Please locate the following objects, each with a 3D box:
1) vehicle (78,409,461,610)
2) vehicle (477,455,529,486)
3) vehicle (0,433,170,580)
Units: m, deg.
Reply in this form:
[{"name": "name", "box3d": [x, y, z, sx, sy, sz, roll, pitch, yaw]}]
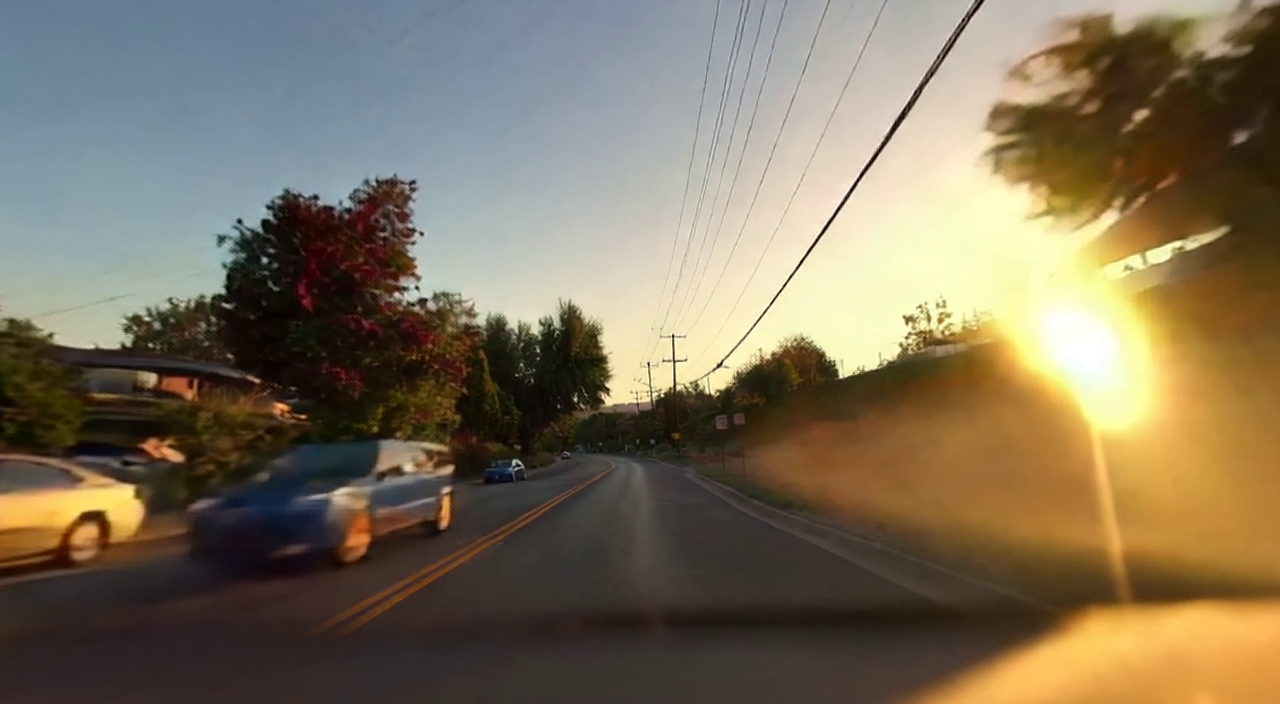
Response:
[{"name": "vehicle", "box3d": [-3.874, 1.711, 7.807, 2.109, 1.738, 4.405, 0, -9, -1]}, {"name": "vehicle", "box3d": [-8.241, 7.152, 38.499, 2.114, 1.693, 4.468, 0, -9, 1]}, {"name": "vehicle", "box3d": [-7.683, 1.692, 6.670, 1.940, 1.514, 4.544, -4, -11, 0]}]
